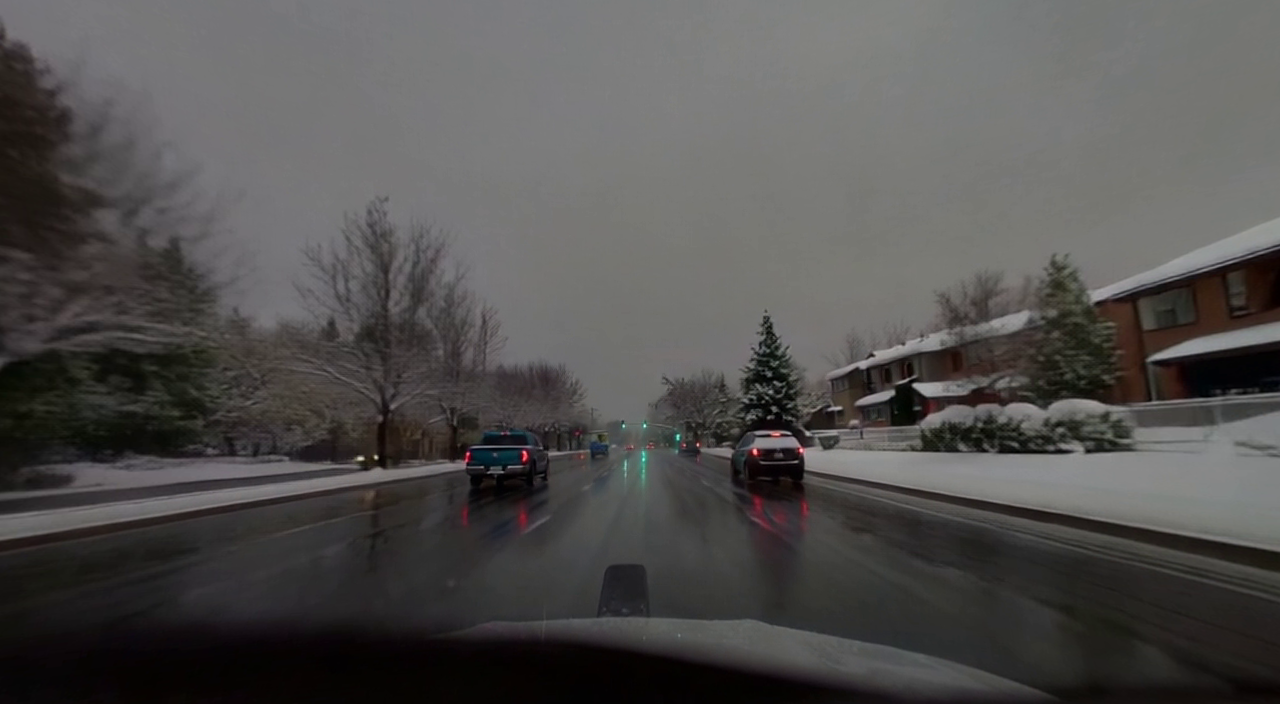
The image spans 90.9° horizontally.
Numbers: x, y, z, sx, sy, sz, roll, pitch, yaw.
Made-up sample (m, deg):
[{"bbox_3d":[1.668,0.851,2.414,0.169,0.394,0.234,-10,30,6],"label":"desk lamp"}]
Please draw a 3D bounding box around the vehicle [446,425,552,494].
[{"bbox_3d":[-3.941,3.100,18.487,2.002,1.747,4.728,0,-8,0],"label":"vehicle"}]

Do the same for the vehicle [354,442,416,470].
[{"bbox_3d":[-17.060,6.934,42.409,2.059,1.743,4.779,0,-8,1],"label":"vehicle"}]

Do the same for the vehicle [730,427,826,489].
[{"bbox_3d":[4.224,3.338,20.096,2.016,1.736,4.356,0,-8,0],"label":"vehicle"}]
